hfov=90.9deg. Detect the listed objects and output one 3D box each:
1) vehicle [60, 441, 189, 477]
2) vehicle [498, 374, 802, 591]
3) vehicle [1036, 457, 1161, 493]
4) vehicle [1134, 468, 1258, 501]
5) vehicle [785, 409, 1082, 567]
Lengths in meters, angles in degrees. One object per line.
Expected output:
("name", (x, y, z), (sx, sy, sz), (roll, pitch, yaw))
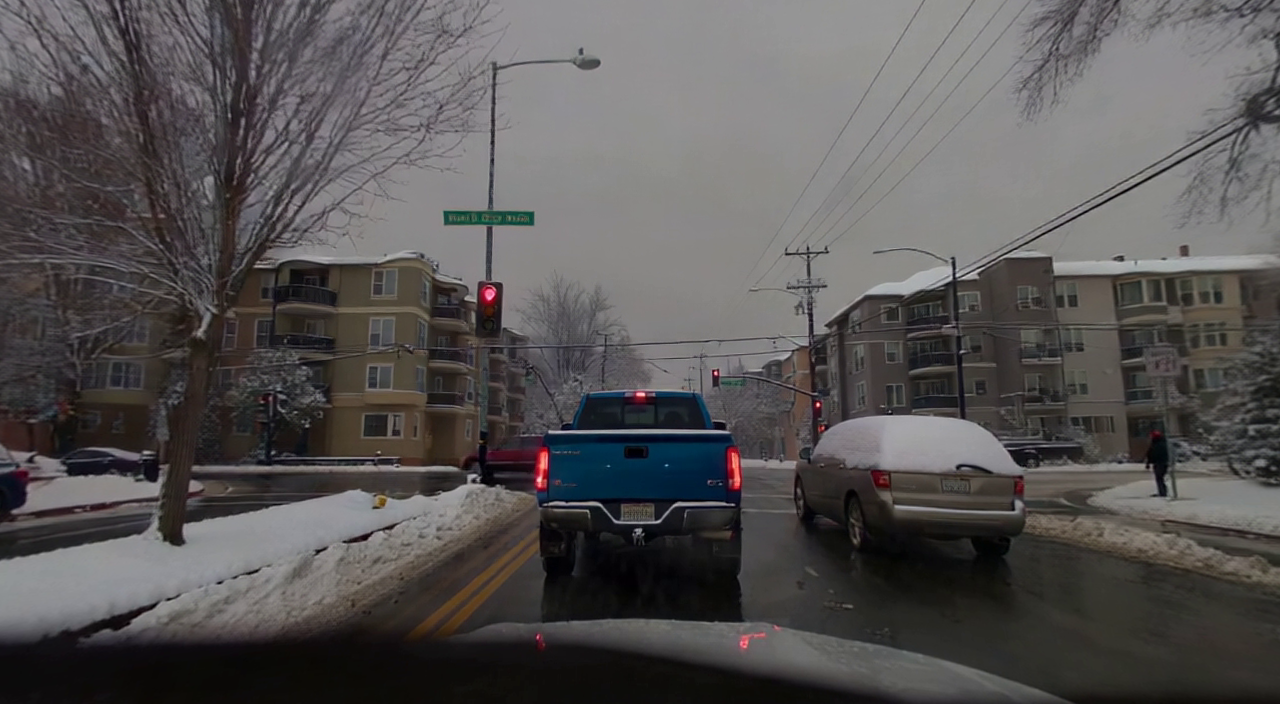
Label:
("vehicle", (-24.841, 5.155, 30.480), (4.563, 1.692, 1.778), (0, -8, -1))
("vehicle", (0.118, 1.555, 8.317), (2.738, 1.959, 5.070), (0, -8, 1))
("vehicle", (21.836, 5.860, 30.162), (4.498, 1.618, 1.843), (0, -8, 0))
("vehicle", (26.377, 6.287, 30.003), (4.071, 1.388, 1.884), (0, -8, 1))
("vehicle", (3.843, 1.873, 9.500), (2.131, 1.759, 4.762), (0, -8, -1))
